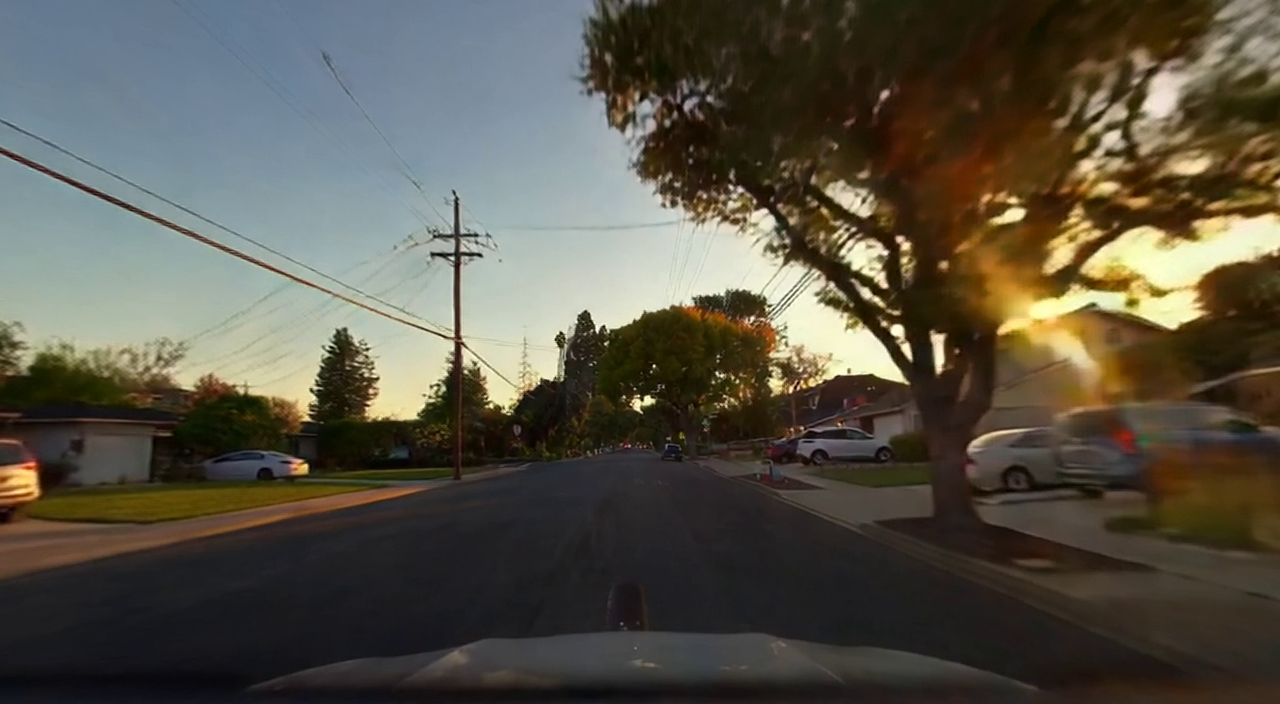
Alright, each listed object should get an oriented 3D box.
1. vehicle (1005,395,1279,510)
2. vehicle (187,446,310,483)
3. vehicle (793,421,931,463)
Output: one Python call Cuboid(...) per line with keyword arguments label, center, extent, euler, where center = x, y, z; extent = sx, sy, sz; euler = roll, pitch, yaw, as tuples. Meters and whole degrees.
Cuboid(label="vehicle", center=(9.598, 1.779, 11.517), extent=(4.465, 1.727, 2.127), euler=(-3, -8, 2))
Cuboid(label="vehicle", center=(-17.981, 5.153, 29.161), extent=(4.304, 1.643, 1.969), euler=(0, -9, 1))
Cuboid(label="vehicle", center=(11.000, 4.532, 31.666), extent=(5.968, 1.963, 2.573), euler=(1, -8, -3))
